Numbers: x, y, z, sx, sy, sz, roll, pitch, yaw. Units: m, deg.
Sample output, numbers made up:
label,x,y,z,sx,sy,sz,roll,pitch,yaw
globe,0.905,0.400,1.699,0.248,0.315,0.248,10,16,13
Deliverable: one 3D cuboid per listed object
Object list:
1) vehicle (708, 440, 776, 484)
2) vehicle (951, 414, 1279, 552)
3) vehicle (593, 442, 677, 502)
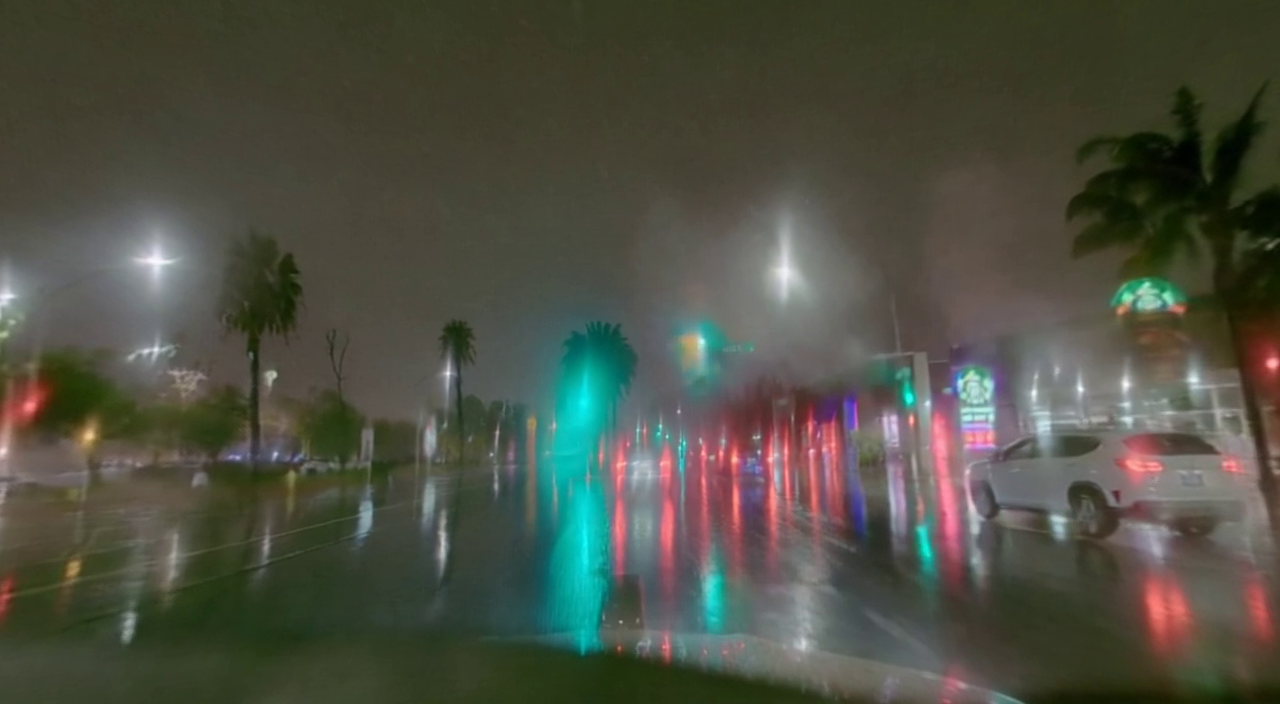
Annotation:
label,x,y,z,sx,sy,sz,roll,pitch,yaw
vehicle,3.883,4.259,24.748,1.892,1.532,4.177,0,-8,-1
vehicle,6.901,1.903,9.837,1.940,1.674,4.085,0,-8,-1
vehicle,-0.133,3.299,17.853,2.110,1.487,3.873,0,-8,0
